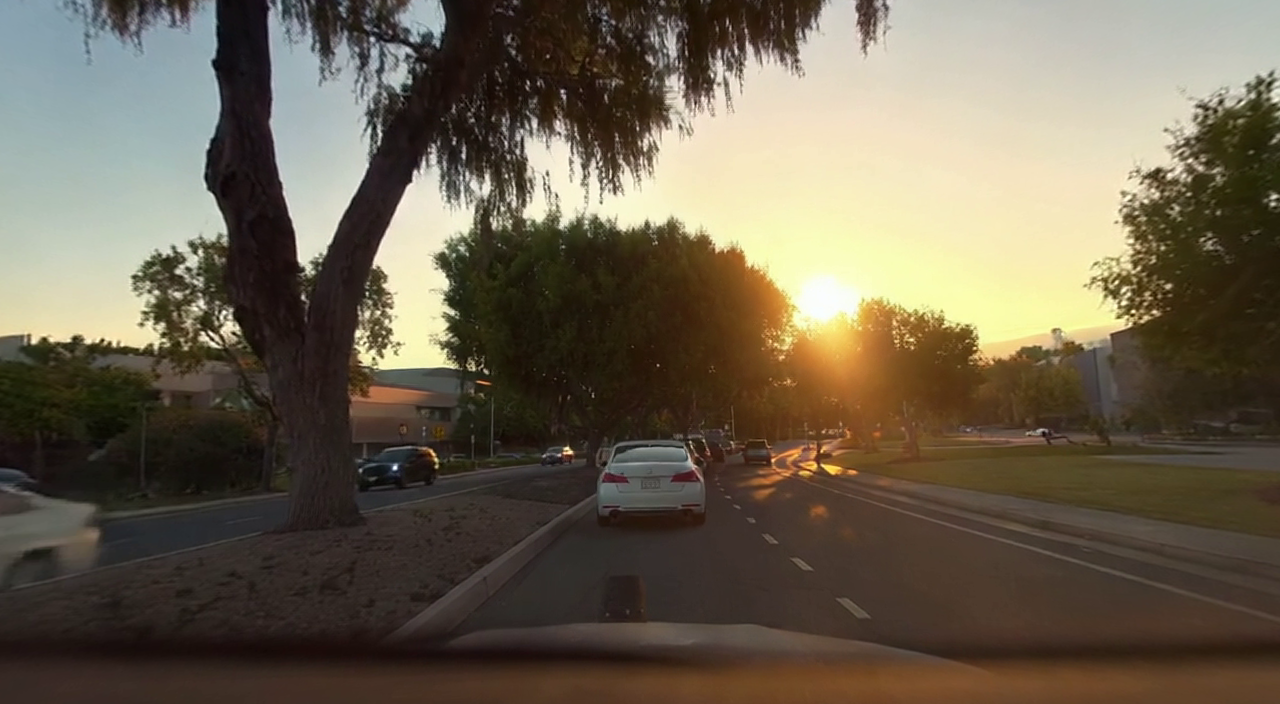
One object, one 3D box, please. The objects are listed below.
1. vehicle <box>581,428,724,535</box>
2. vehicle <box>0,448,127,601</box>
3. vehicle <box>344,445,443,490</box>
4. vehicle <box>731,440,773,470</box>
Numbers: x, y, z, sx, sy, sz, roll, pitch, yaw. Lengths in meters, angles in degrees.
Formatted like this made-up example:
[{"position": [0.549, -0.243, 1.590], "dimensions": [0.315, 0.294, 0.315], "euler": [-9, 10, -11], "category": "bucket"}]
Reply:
[{"position": [0.239, 2.254, 11.571], "dimensions": [2.154, 1.585, 3.997], "euler": [-1, -8, 2], "category": "vehicle"}, {"position": [-7.259, 1.589, 5.395], "dimensions": [1.929, 1.463, 4.405], "euler": [-1, -8, 2], "category": "vehicle"}, {"position": [-10.365, 4.870, 26.992], "dimensions": [2.068, 1.688, 4.665], "euler": [-1, -8, 4], "category": "vehicle"}, {"position": [6.049, 5.585, 34.514], "dimensions": [1.984, 1.507, 4.359], "euler": [-1, -8, 6], "category": "vehicle"}]
